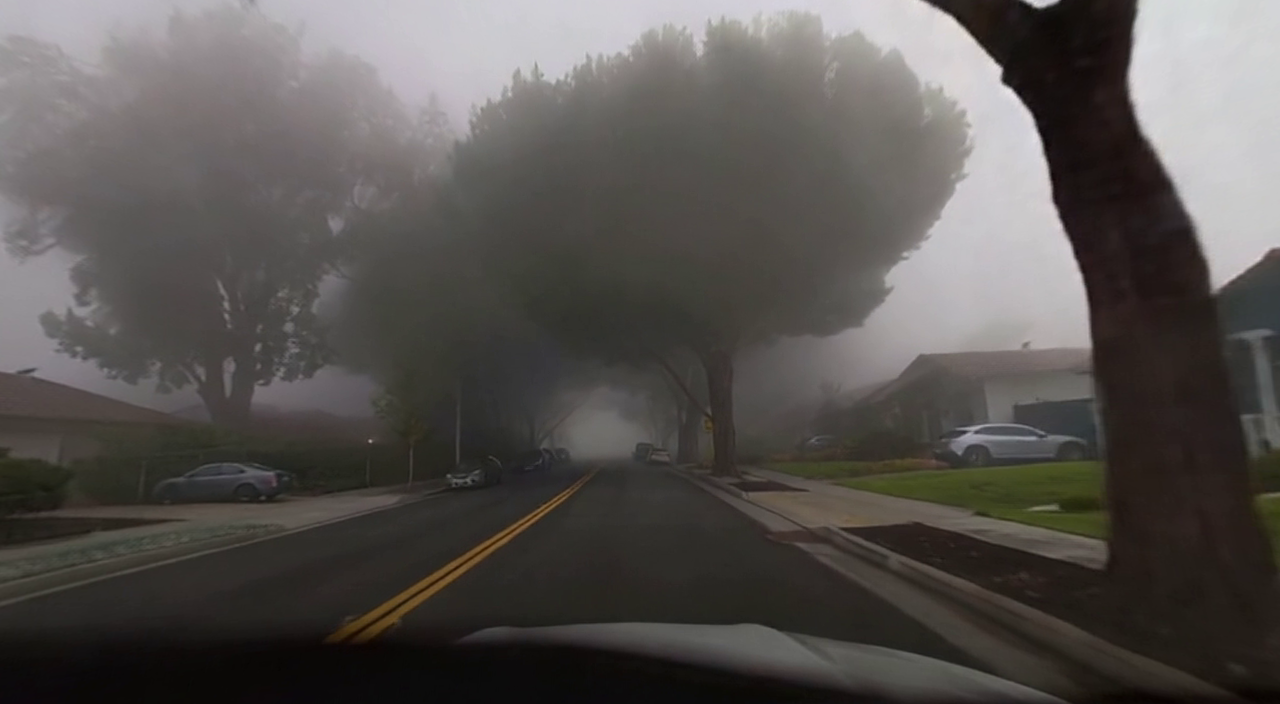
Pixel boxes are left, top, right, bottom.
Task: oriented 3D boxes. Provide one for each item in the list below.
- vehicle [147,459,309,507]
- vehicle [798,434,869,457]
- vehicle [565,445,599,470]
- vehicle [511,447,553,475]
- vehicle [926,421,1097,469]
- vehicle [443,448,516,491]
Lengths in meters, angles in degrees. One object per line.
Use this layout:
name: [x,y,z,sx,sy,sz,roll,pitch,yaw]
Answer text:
vehicle: [-14.045,4.434,21.640,4.487,1.464,1.889,-2,-10,11]
vehicle: [12.838,6.245,42.167,4.370,1.433,1.889,-2,-10,12]
vehicle: [-4.236,7.822,46.868,2.106,1.688,4.392,0,-9,-1]
vehicle: [-7.004,7.133,41.368,2.033,1.721,4.328,0,-9,-1]
vehicle: [12.227,3.131,21.129,4.389,1.480,2.038,-1,-9,9]
vehicle: [-6.746,4.978,27.032,2.031,1.662,4.194,0,-9,0]
